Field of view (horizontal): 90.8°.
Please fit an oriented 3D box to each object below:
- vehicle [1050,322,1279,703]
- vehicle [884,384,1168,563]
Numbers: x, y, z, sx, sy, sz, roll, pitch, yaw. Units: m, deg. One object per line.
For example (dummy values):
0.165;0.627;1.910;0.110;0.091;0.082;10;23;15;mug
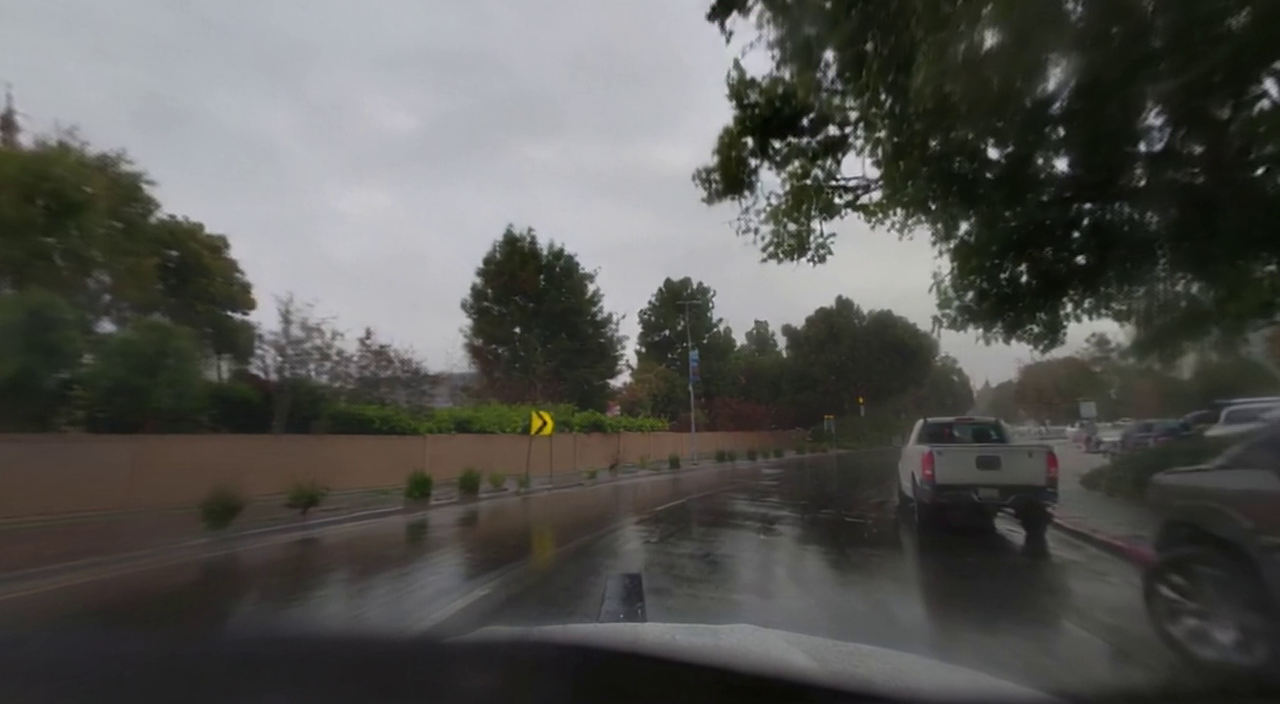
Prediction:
3.830;0.679;1.959;2.168;1.846;4.794;-1;-9;5;vehicle
5.524;1.814;10.227;2.483;1.978;5.802;-3;-9;17;vehicle
